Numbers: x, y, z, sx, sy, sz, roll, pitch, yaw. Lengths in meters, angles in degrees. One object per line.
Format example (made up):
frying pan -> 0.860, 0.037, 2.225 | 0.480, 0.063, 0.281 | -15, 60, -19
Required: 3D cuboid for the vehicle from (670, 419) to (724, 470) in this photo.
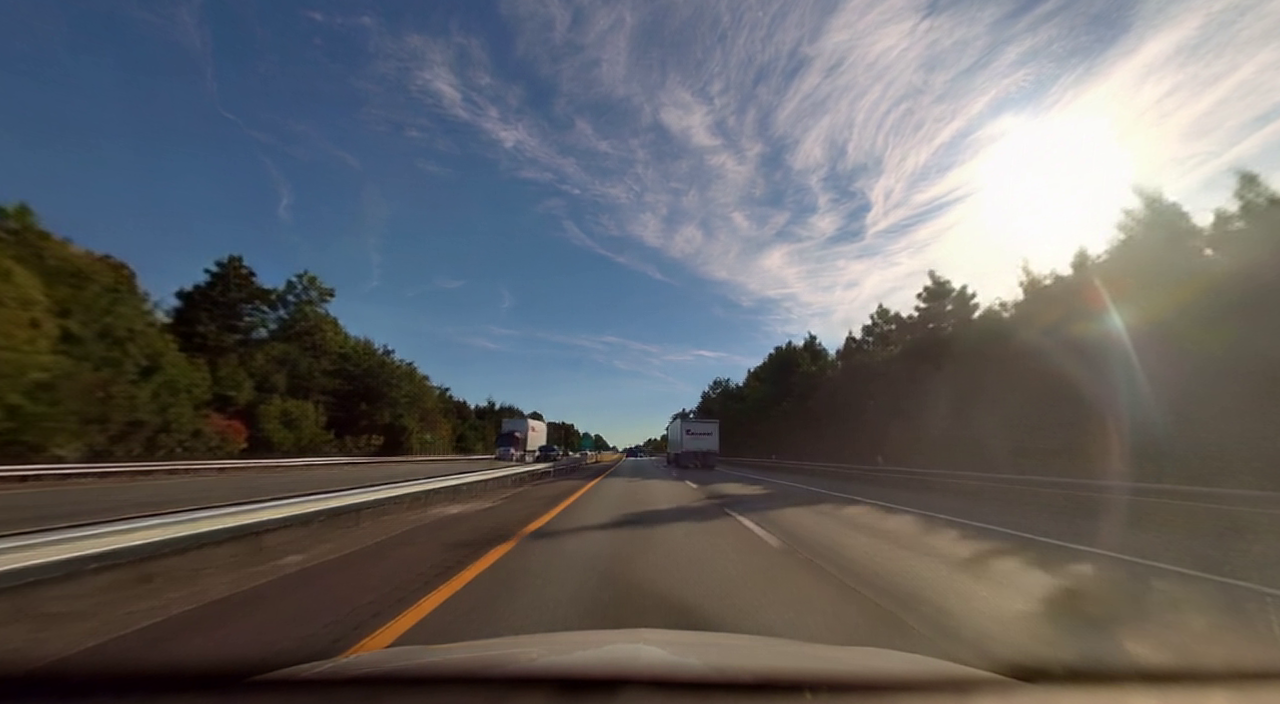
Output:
vehicle -> 4.137, 7.220, 48.782 | 2.876, 3.419, 11.591 | 0, -9, -1
